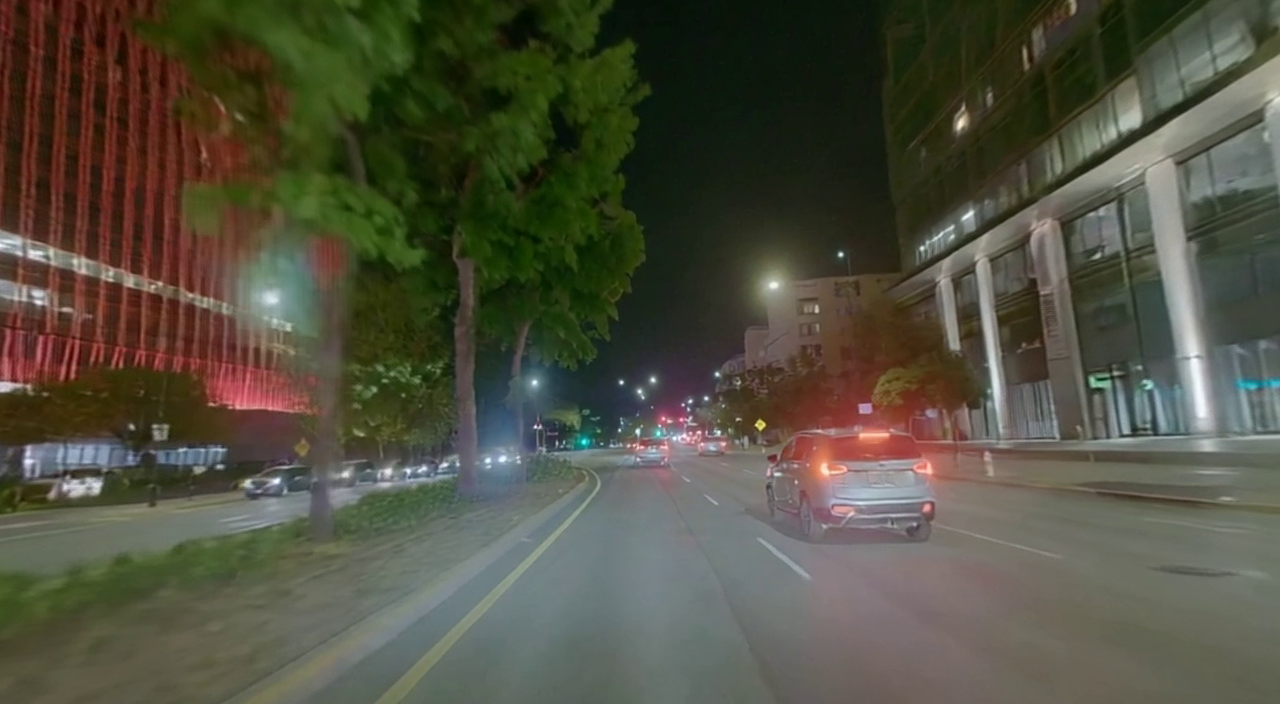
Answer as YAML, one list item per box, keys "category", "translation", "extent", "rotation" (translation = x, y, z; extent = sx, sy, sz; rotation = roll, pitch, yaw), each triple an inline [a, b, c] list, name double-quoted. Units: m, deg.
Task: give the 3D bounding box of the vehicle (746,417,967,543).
- category: "vehicle"
  translation: [3.164, 1.988, 10.466]
  extent: [1.931, 1.591, 4.708]
  rotation: [0, -8, -1]

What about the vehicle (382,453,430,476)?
- category: "vehicle"
  translation: [-18.373, 8.852, 49.758]
  extent: [1.956, 1.647, 4.643]
  rotation: [0, -8, 1]

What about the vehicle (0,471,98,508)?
- category: "vehicle"
  translation: [-29.714, 6.715, 30.887]
  extent: [4.483, 1.618, 1.829]
  rotation: [0, -8, -2]

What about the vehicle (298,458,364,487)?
- category: "vehicle"
  translation: [-18.458, 7.206, 37.865]
  extent: [1.786, 1.523, 4.309]
  rotation: [0, -8, -1]

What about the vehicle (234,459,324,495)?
- category: "vehicle"
  translation: [-18.508, 6.386, 32.592]
  extent: [1.853, 1.614, 4.514]
  rotation: [-1, -8, 2]

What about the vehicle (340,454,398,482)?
- category: "vehicle"
  translation: [-18.491, 7.907, 43.225]
  extent: [2.049, 1.678, 4.376]
  rotation: [0, -8, 0]

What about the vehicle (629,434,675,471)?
- category: "vehicle"
  translation: [0.523, 4.933, 31.011]
  extent: [2.125, 1.669, 3.880]
  rotation: [0, -8, -1]
